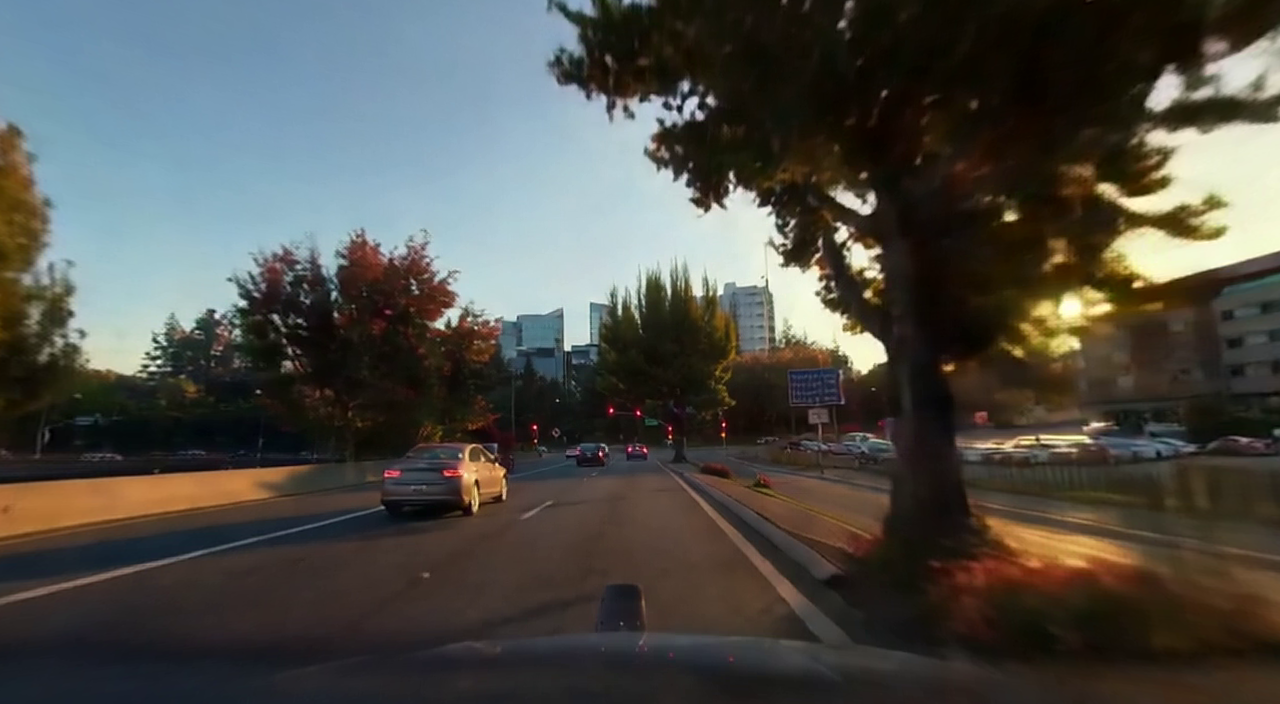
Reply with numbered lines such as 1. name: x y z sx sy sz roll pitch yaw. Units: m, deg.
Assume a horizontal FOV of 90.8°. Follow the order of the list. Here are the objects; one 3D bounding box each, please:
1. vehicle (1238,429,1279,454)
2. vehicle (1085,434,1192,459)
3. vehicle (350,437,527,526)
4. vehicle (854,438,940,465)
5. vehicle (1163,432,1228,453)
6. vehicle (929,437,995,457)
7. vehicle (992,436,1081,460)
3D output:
1. vehicle: 40.395 5.684 40.089 3.959 1.533 1.964 4 -9 -24
2. vehicle: 29.664 5.656 37.770 4.650 1.445 1.982 -5 -10 28
3. vehicle: -3.803 2.522 12.935 1.920 1.480 4.549 -1 -9 3
4. vehicle: 14.908 5.749 36.619 4.505 1.472 2.020 4 -10 -26
5. vehicle: 39.799 6.497 45.256 4.054 1.449 1.816 3 -9 -23
6. vehicle: 25.031 7.386 49.099 4.387 1.477 1.949 -5 -10 30
7. vehicle: 25.131 6.106 40.221 4.528 1.450 1.889 -4 -9 25
